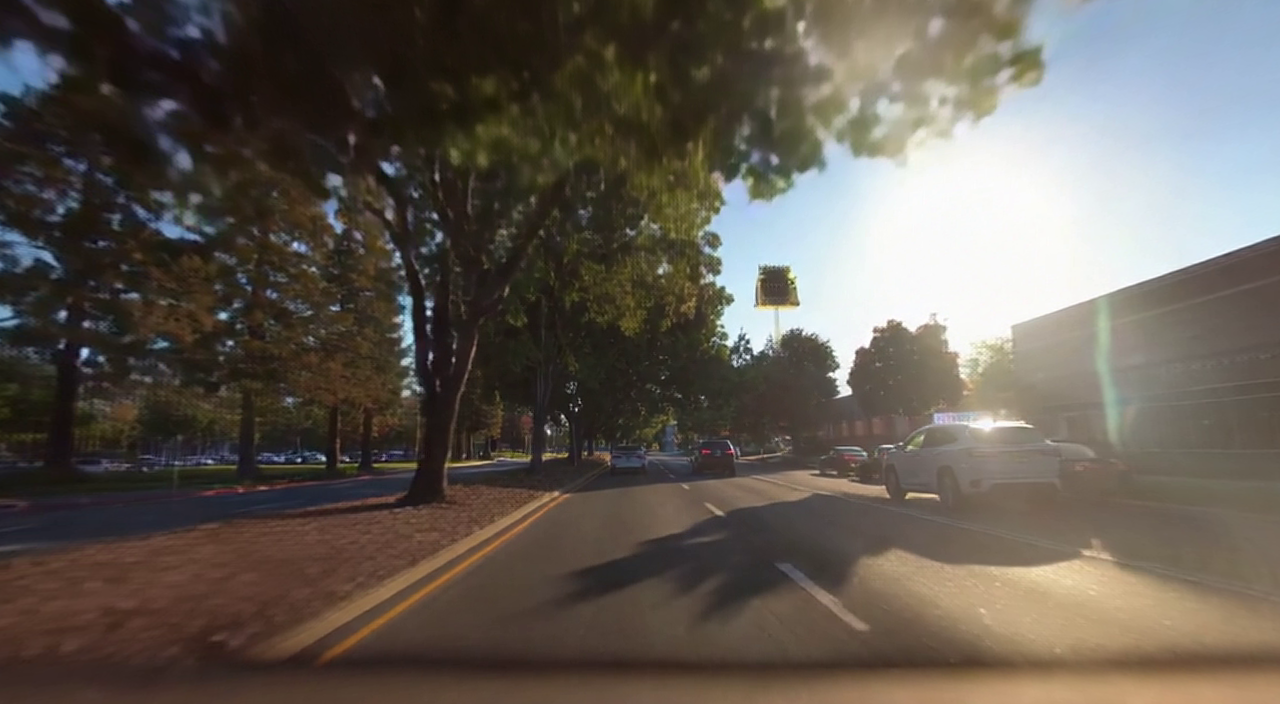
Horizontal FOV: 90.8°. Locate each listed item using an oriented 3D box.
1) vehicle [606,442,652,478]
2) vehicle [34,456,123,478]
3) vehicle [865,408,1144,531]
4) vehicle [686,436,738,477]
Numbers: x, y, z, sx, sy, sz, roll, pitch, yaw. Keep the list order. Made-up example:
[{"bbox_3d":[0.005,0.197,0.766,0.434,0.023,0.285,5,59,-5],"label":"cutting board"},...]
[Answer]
[{"bbox_3d":[-0.484,5.082,30.021,2.037,1.568,3.693,0,-8,0],"label":"vehicle"},{"bbox_3d":[-40.823,8.340,45.982,4.604,1.491,1.901,0,-9,0],"label":"vehicle"},{"bbox_3d":[6.771,2.271,12.861,2.240,1.923,5.678,0,-8,0],"label":"vehicle"},{"bbox_3d":[3.442,5.086,30.966,1.955,1.845,4.538,0,-8,0],"label":"vehicle"}]
